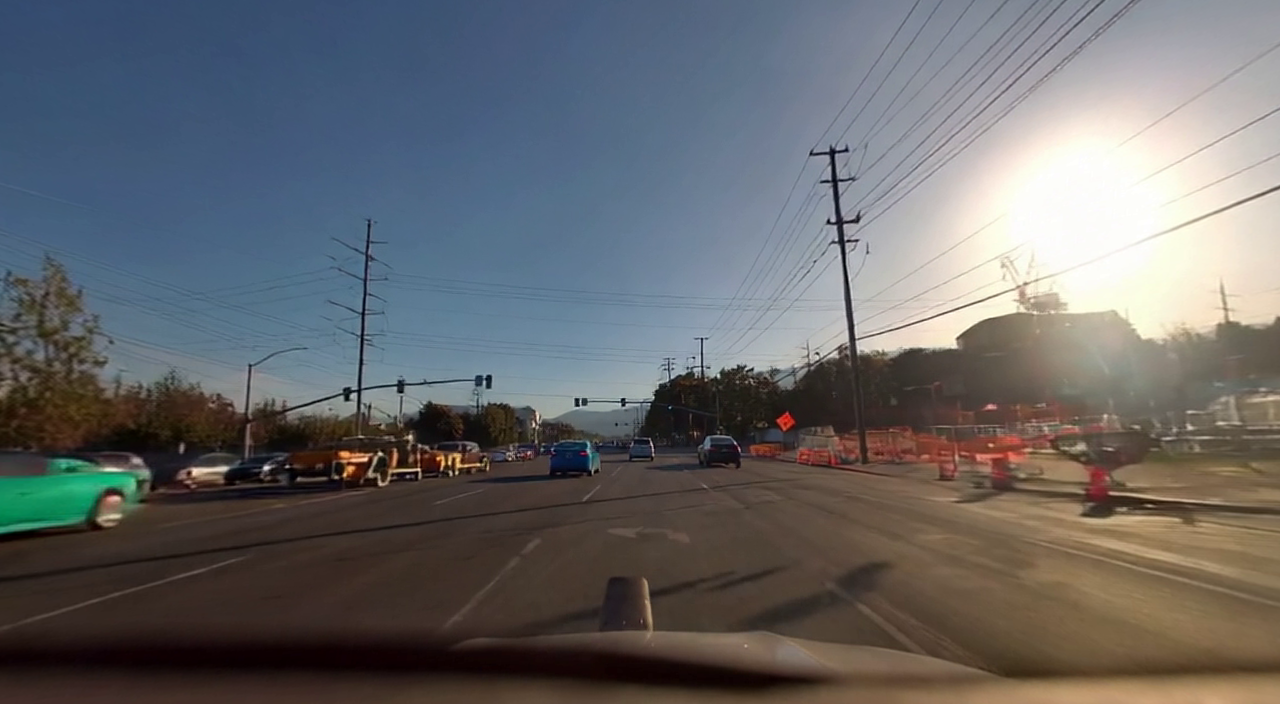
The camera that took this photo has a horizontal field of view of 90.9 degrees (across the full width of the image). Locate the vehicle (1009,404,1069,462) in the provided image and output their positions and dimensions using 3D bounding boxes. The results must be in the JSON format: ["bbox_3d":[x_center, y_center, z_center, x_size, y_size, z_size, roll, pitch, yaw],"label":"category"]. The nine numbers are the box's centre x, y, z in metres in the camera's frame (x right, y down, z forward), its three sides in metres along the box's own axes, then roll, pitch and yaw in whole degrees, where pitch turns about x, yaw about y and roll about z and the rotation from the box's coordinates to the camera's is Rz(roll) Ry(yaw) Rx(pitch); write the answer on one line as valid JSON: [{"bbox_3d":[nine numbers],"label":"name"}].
[{"bbox_3d":[25.630,5.119,40.557,2.825,3.296,8.344,-3,-7,32],"label":"vehicle"}]

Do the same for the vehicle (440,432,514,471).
[{"bbox_3d":[-8.983,5.557,35.349,2.392,2.012,5.727,0,-8,2],"label":"vehicle"}]

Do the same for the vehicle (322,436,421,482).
[{"bbox_3d":[-9.705,3.887,23.140,1.774,1.535,3.828,-1,-8,3],"label":"vehicle"}]

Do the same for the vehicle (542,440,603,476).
[{"bbox_3d":[-2.927,4.725,28.388,2.087,1.480,4.825,0,-8,1],"label":"vehicle"}]

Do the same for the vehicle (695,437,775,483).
[{"bbox_3d":[3.282,3.850,22.794,2.142,1.475,4.565,0,-8,0],"label":"vehicle"}]

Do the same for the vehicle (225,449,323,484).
[{"bbox_3d":[-17.301,5.392,30.115,1.911,1.509,4.406,0,-8,2],"label":"vehicle"}]

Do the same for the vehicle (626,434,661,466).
[{"bbox_3d":[0.232,6.068,39.021,2.060,1.845,4.151,0,-8,0],"label":"vehicle"}]

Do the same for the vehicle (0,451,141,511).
[{"bbox_3d":[-17.611,3.734,18.747,1.813,1.513,4.457,0,-8,2],"label":"vehicle"}]
